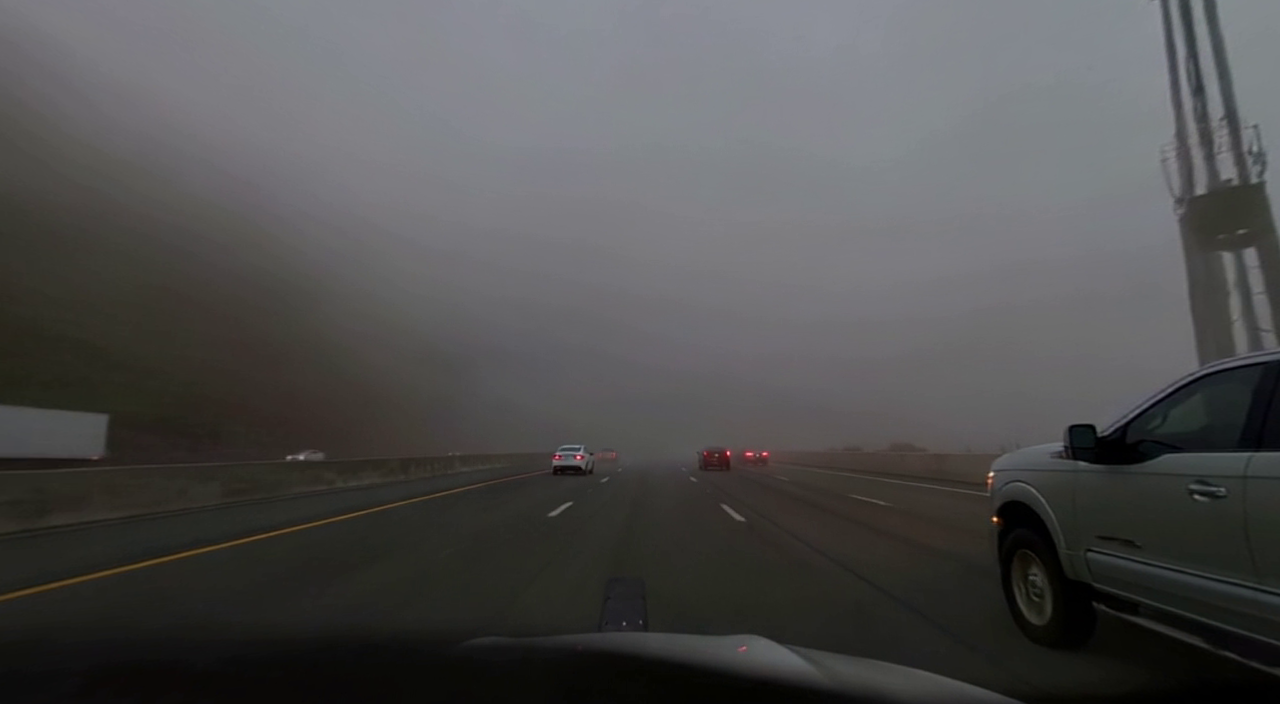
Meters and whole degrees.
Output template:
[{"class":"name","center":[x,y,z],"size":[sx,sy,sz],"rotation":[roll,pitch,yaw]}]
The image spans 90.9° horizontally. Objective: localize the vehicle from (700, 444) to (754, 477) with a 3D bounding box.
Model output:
[{"class":"vehicle","center":[4.183,5.299,31.152],"size":[2.046,1.471,4.333],"rotation":[0,-8,0]}]

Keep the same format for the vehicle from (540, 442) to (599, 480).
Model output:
[{"class":"vehicle","center":[-3.283,5.173,30.255],"size":[2.113,1.636,4.494],"rotation":[-1,-8,2]}]

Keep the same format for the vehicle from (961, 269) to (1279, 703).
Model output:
[{"class":"vehicle","center":[3.435,0.611,2.048],"size":[2.098,1.925,5.171],"rotation":[0,-8,1]}]

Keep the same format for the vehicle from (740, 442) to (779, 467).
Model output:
[{"class":"vehicle","center":[8.560,7.384,45.604],"size":[1.986,1.633,4.430],"rotation":[0,-8,0]}]

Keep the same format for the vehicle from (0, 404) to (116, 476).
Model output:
[{"class":"vehicle","center":[-38.287,5.025,36.075],"size":[2.910,4.089,15.404],"rotation":[-1,-8,2]}]
